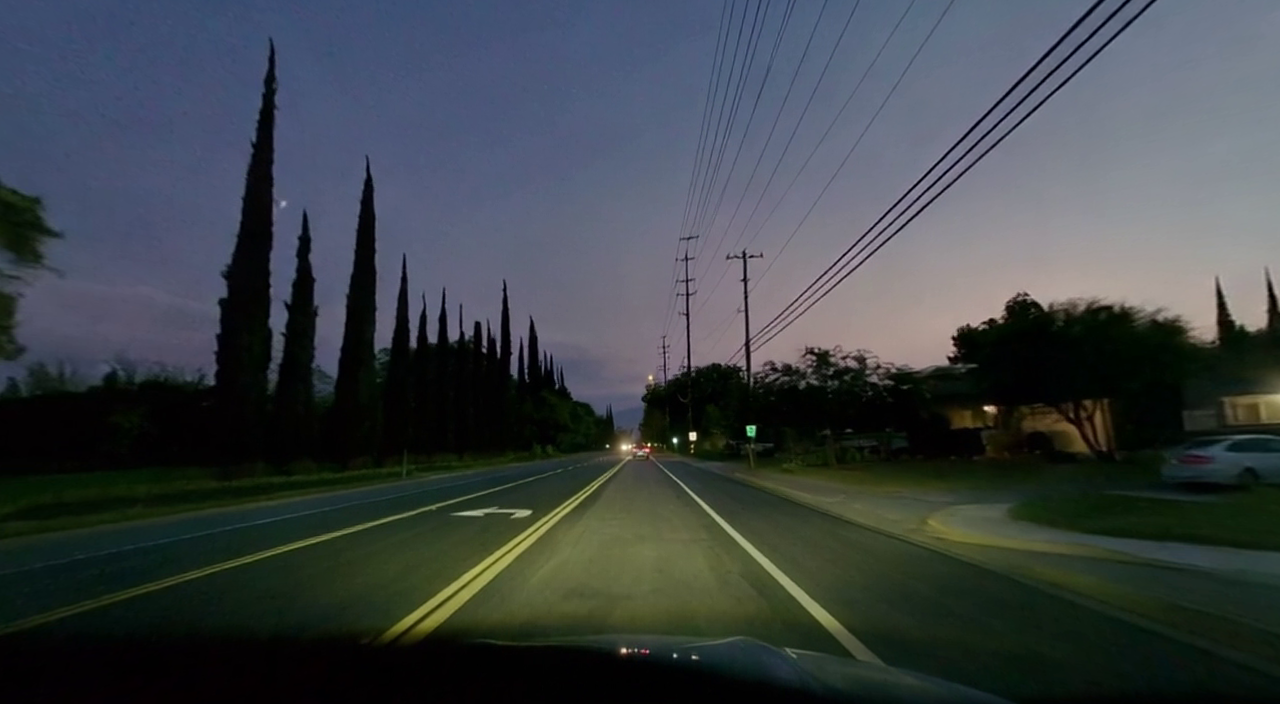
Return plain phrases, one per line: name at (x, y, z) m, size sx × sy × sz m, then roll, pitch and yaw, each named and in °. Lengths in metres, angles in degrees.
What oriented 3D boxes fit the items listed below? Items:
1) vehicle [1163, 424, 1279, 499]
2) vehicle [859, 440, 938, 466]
vehicle at (14.446, 2.403, 13.992) m, size 3.855 × 1.548 × 1.937 m, roll 0°, pitch -8°, yaw 0°
vehicle at (16.341, 6.438, 39.890) m, size 4.153 × 1.442 × 1.822 m, roll -2°, pitch -11°, yaw 0°
